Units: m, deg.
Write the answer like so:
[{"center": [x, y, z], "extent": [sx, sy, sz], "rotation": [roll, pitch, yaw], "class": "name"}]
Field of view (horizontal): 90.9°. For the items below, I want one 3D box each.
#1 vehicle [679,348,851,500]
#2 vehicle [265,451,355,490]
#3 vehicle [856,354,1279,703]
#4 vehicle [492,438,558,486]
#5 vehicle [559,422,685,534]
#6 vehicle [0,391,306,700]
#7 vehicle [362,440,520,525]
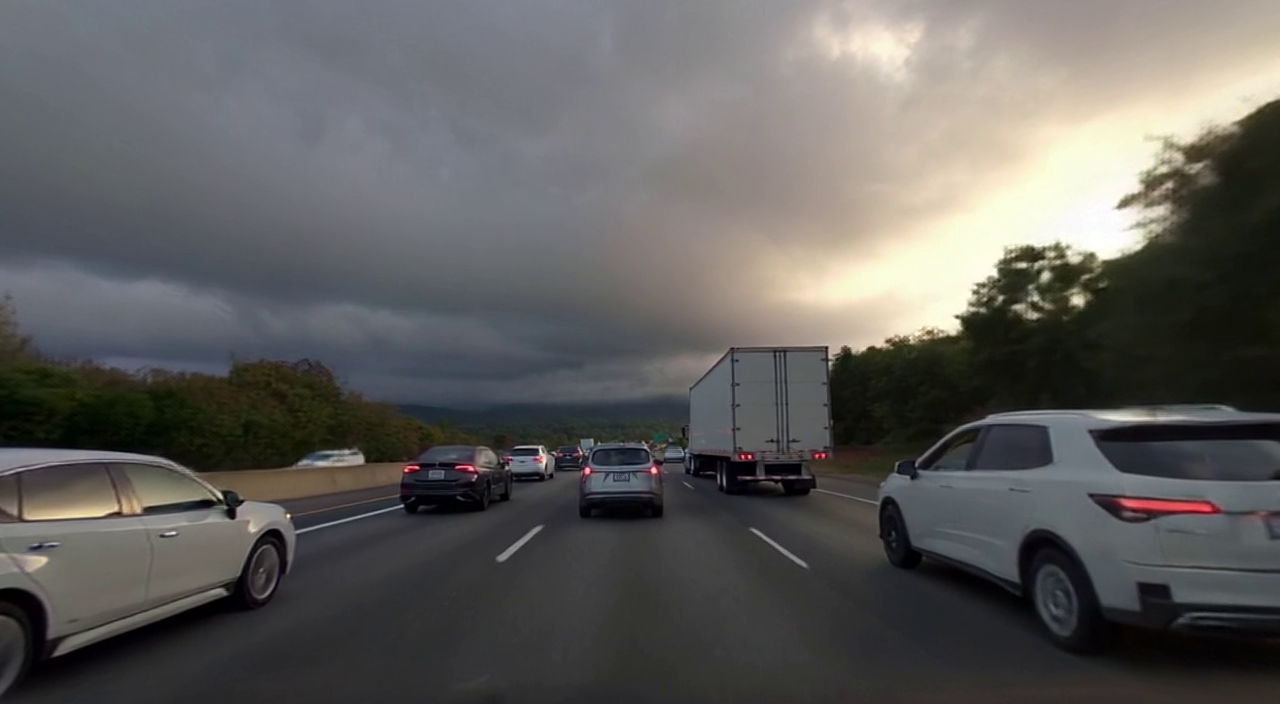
[{"center": [3.848, 3.126, 24.861], "extent": [3.186, 4.111, 15.553], "rotation": [0, -9, -2], "class": "vehicle"}, {"center": [-16.388, 5.879, 31.607], "extent": [1.963, 1.754, 4.672], "rotation": [0, -9, 0], "class": "vehicle"}, {"center": [3.642, 1.236, 5.138], "extent": [2.076, 1.751, 4.666], "rotation": [0, -9, 0], "class": "vehicle"}, {"center": [-4.697, 4.538, 26.242], "extent": [1.959, 1.808, 3.790], "rotation": [0, -9, 1], "class": "vehicle"}, {"center": [-0.305, 2.369, 12.386], "extent": [2.037, 1.792, 4.194], "rotation": [0, -9, 0], "class": "vehicle"}, {"center": [-4.286, 1.188, 4.364], "extent": [1.789, 1.620, 3.841], "rotation": [0, -9, 0], "class": "vehicle"}, {"center": [-3.987, 2.680, 13.523], "extent": [1.923, 1.503, 4.293], "rotation": [0, -9, 1], "class": "vehicle"}]
